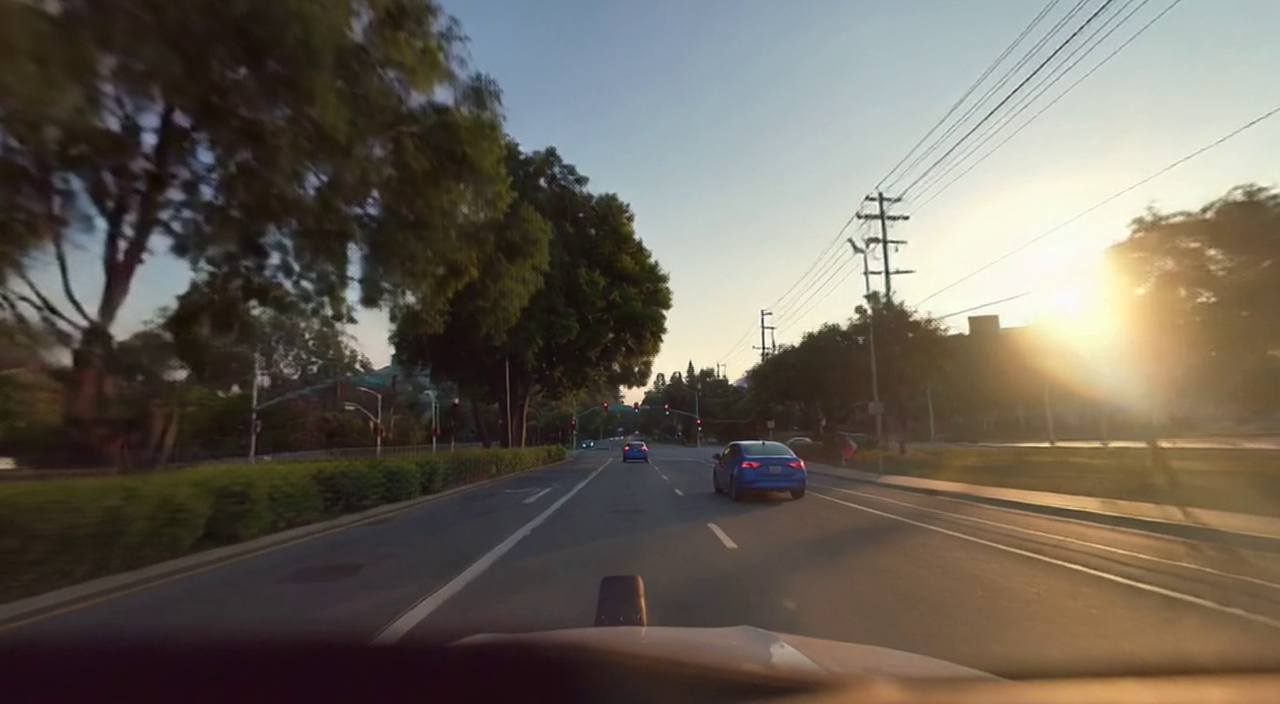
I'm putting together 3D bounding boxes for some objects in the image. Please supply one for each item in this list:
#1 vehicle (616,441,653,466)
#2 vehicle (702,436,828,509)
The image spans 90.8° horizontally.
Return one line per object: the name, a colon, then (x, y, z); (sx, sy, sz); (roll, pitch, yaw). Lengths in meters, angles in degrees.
vehicle: (-0.349, 6.210, 38.763); (2.110, 1.466, 3.860); (0, -8, -1)
vehicle: (2.761, 2.776, 15.062); (2.004, 1.448, 4.263); (0, -8, -2)
